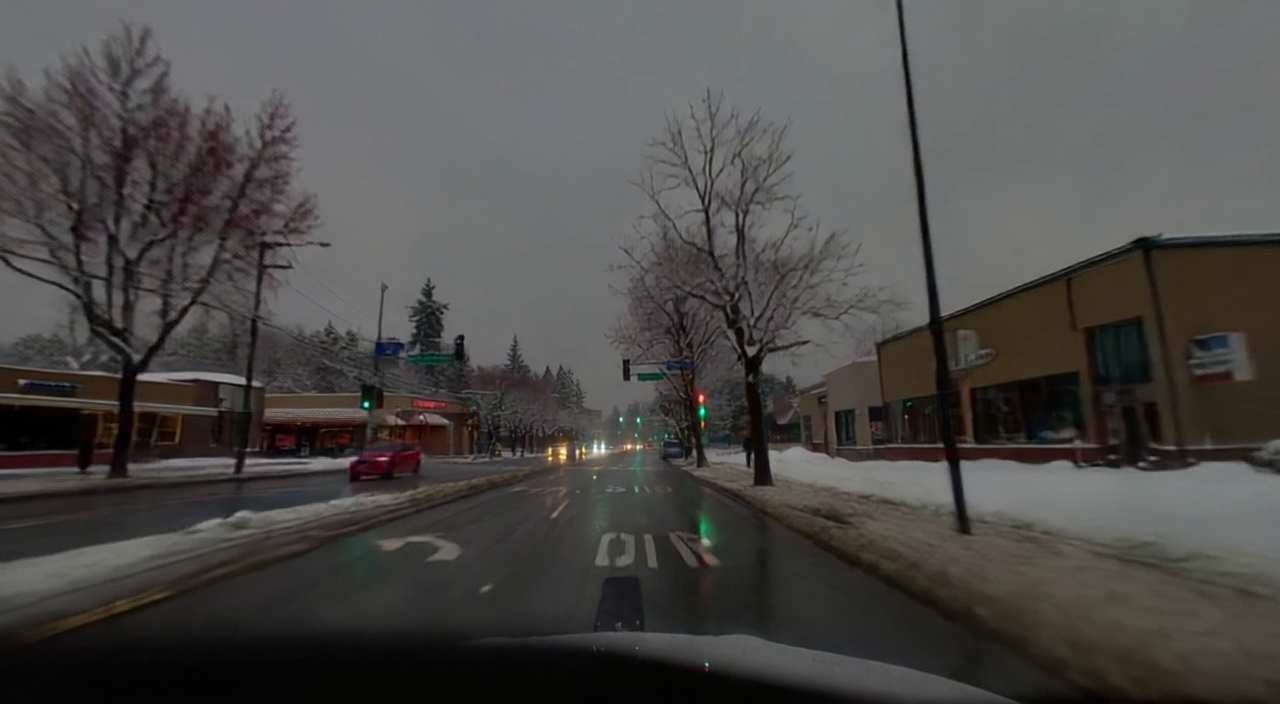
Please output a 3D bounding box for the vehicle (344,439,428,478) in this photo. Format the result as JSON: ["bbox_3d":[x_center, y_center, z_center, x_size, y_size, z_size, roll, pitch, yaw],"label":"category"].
[{"bbox_3d":[-10.642,4.488,26.811,1.873,1.532,3.777,0,-8,2],"label":"vehicle"}]

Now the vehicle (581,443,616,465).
[{"bbox_3d":[-2.897,7.278,45.354,2.122,1.469,4.388,0,-8,1],"label":"vehicle"}]
